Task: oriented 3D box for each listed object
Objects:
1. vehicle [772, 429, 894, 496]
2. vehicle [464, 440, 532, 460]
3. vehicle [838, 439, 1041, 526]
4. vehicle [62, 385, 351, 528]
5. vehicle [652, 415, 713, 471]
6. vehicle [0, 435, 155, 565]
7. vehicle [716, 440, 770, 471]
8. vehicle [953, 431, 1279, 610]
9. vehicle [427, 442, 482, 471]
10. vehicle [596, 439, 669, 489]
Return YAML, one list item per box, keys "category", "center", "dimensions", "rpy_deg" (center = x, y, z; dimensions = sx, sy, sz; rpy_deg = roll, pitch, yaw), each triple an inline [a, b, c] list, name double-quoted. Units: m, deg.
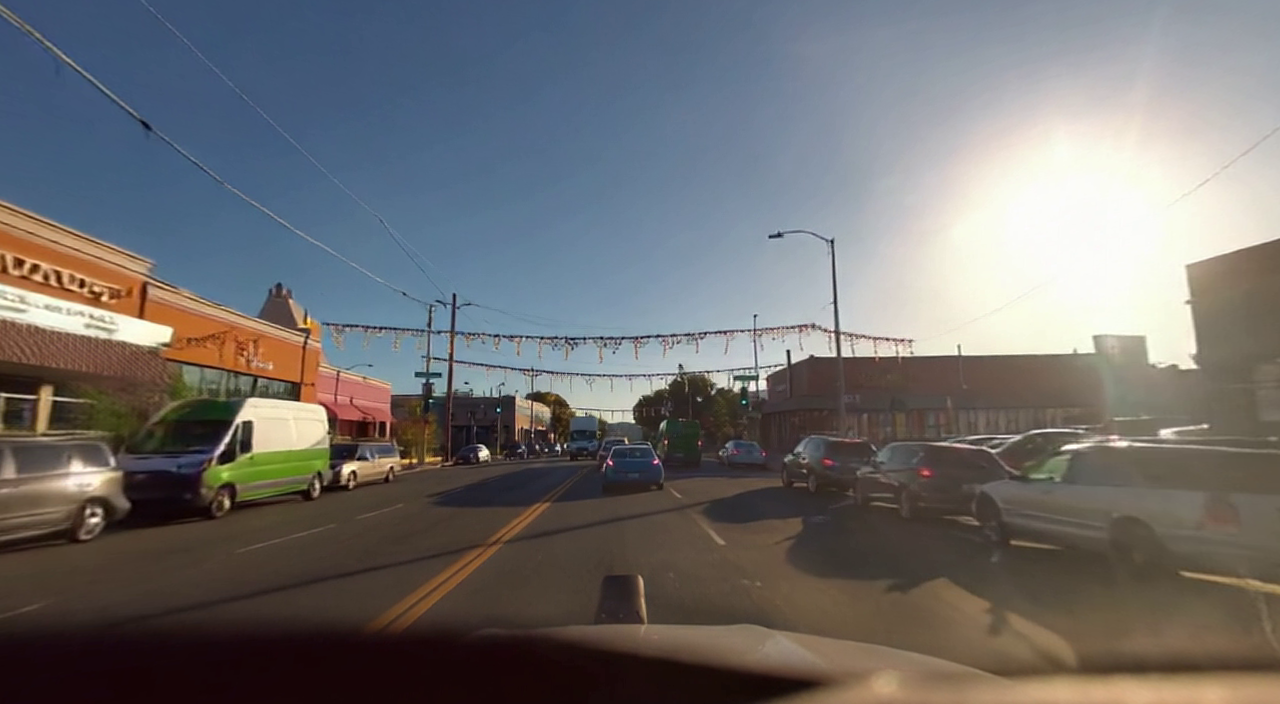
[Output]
- category: "vehicle"
  center: [5.686, 3.330, 19.414]
  dimensions: [2.079, 1.788, 4.974]
  rpy_deg: [0, -8, -1]
- category: "vehicle"
  center: [-11.011, 7.619, 49.128]
  dimensions: [4.877, 1.477, 1.826]
  rpy_deg: [1, -8, -4]
- category: "vehicle"
  center: [5.865, 2.576, 13.176]
  dimensions: [1.876, 1.471, 4.657]
  rpy_deg: [0, -8, -1]
- category: "vehicle"
  center: [-9.669, 2.426, 15.068]
  dimensions: [2.724, 2.739, 5.663]
  rpy_deg: [0, -8, 1]
- category: "vehicle"
  center: [2.033, 4.694, 32.429]
  dimensions: [2.649, 2.583, 5.800]
  rpy_deg: [0, -8, -1]
- category: "vehicle"
  center: [-9.684, 1.956, 8.260]
  dimensions: [2.256, 1.722, 5.644]
  rpy_deg: [0, -8, -1]
- category: "vehicle"
  center: [5.274, 5.350, 32.778]
  dimensions: [1.824, 1.481, 4.057]
  rpy_deg: [1, -8, -4]
- category: "vehicle"
  center: [5.858, 1.727, 7.495]
  dimensions: [2.012, 1.470, 4.394]
  rpy_deg: [0, -8, 0]
- category: "vehicle"
  center: [-10.542, 5.974, 36.220]
  dimensions: [1.962, 1.529, 4.109]
  rpy_deg: [2, -9, -2]
- category: "vehicle"
  center: [-0.297, 3.594, 20.660]
  dimensions: [2.112, 1.464, 4.411]
  rpy_deg: [0, -8, -2]
